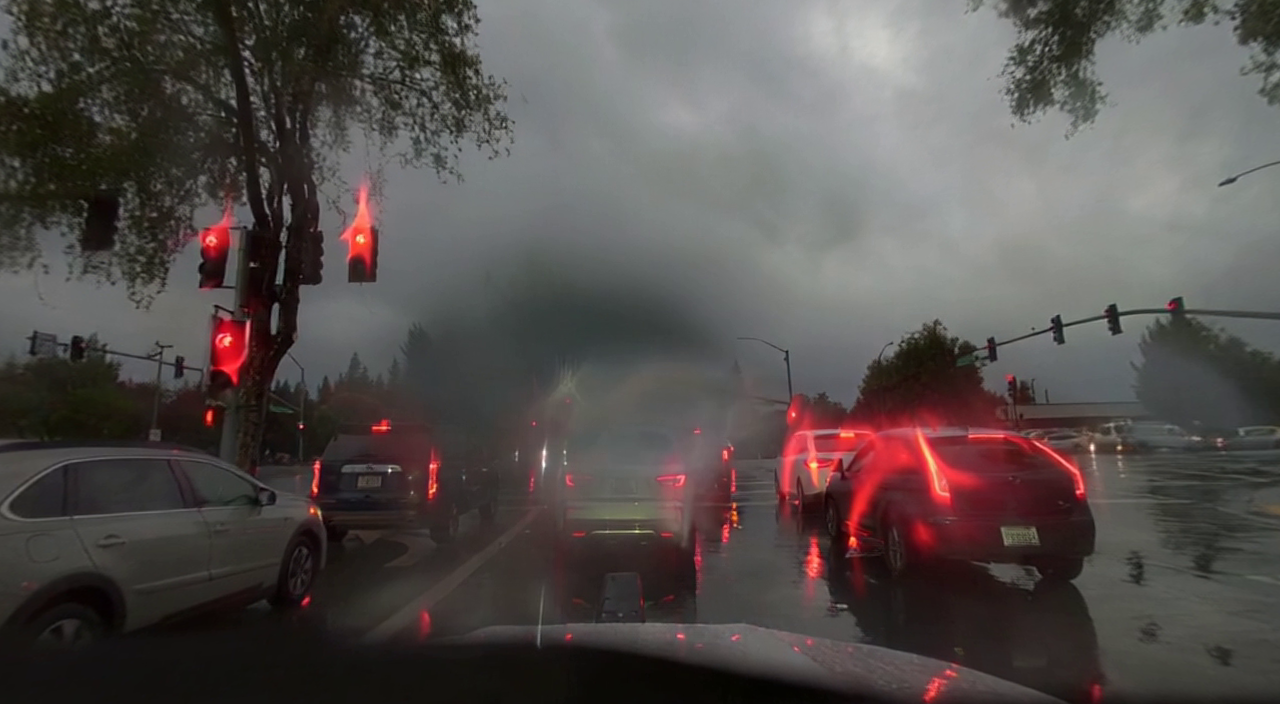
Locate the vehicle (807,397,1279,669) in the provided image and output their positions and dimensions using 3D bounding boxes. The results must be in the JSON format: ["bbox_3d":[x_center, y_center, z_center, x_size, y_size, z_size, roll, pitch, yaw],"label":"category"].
[{"bbox_3d":[3.235,1.441,6.193,2.006,1.659,4.462,0,-8,1],"label":"vehicle"}]

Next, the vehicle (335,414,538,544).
[{"bbox_3d":[-3.223,2.116,11.158,2.048,1.805,4.405,0,-8,1],"label":"vehicle"}]

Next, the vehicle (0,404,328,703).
[{"bbox_3d":[-3.347,0.950,2.369,1.863,1.495,4.667,0,-8,1],"label":"vehicle"}]

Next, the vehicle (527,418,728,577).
[{"bbox_3d":[-0.098,1.804,8.553,2.106,1.655,3.717,0,-8,1],"label":"vehicle"}]
